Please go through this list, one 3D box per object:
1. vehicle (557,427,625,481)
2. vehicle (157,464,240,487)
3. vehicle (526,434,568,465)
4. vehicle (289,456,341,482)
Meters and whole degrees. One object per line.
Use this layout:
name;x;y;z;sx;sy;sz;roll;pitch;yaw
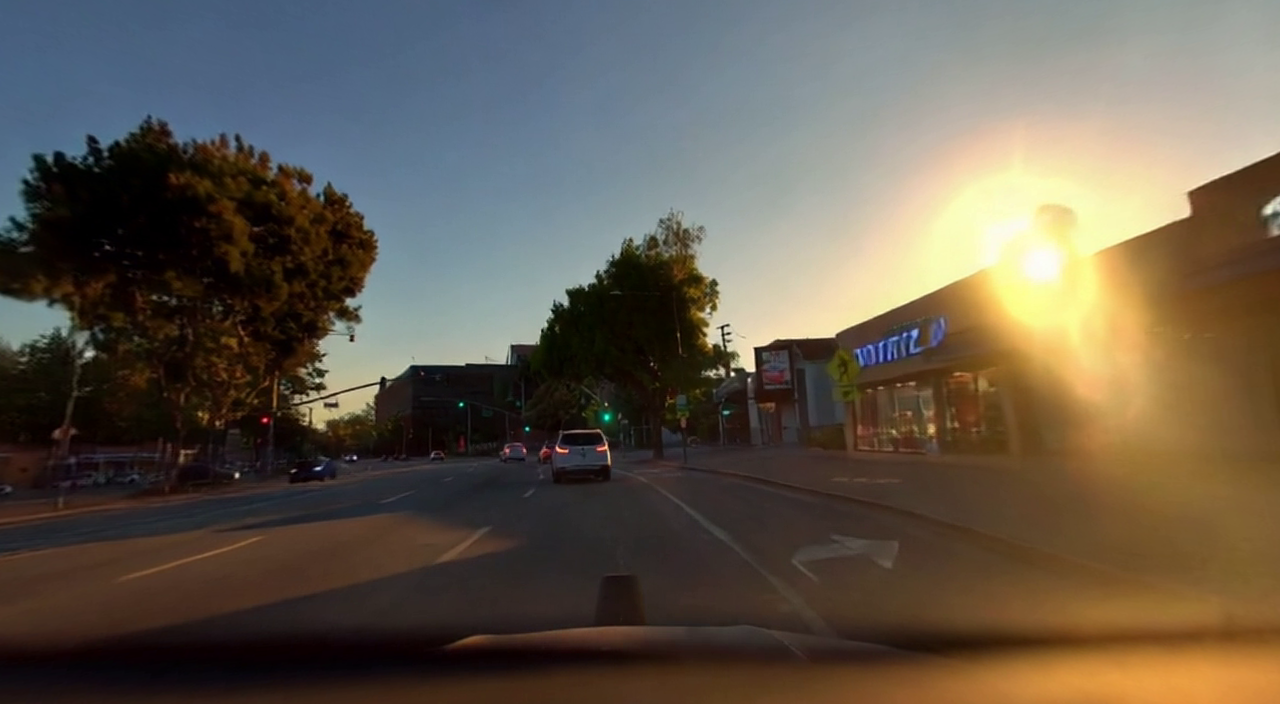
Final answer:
vehicle;-1.856;3.616;22.664;2.227;1.733;3.930;1;-8;-7
vehicle;-34.199;9.605;49.128;4.804;1.544;2.244;3;-9;-23
vehicle;-6.337;6.552;42.610;2.067;1.947;4.628;2;-9;-18
vehicle;-21.501;7.697;41.970;2.071;1.506;4.604;2;-9;-16
